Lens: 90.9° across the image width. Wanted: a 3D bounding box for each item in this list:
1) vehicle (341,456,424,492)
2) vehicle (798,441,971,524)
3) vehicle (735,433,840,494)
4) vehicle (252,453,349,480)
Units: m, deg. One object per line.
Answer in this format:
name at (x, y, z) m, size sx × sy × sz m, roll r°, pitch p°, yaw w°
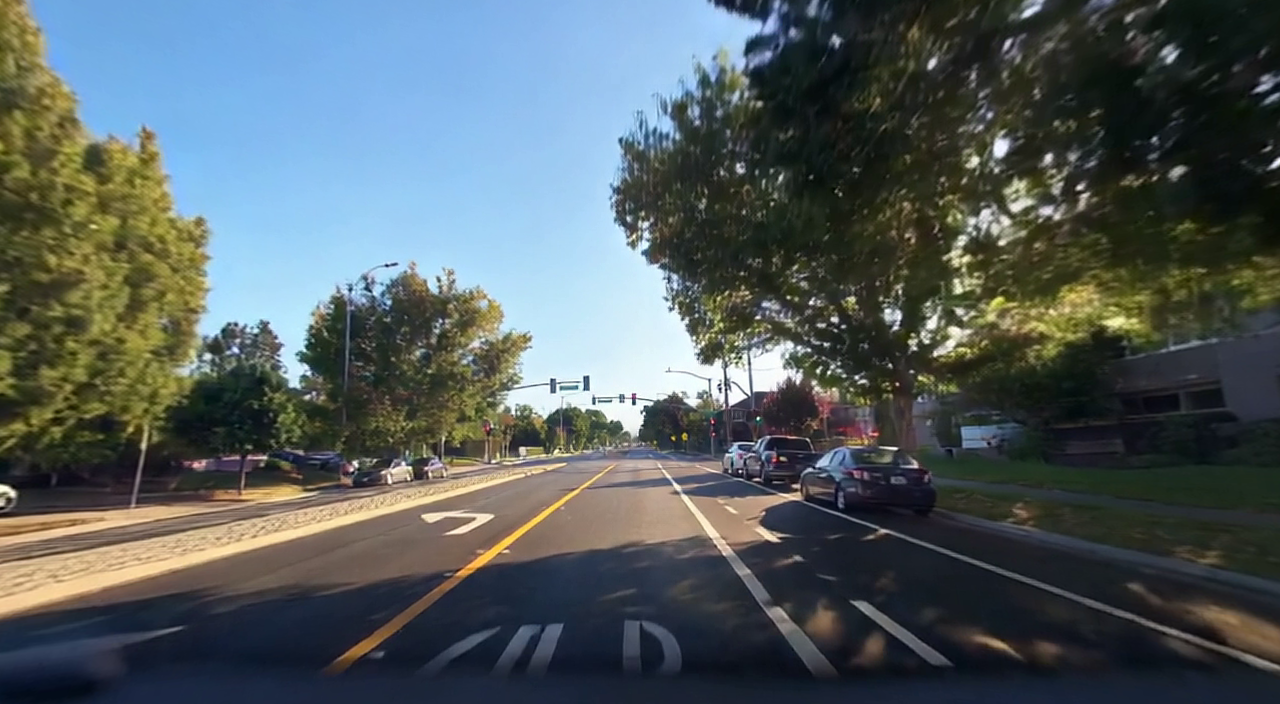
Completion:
vehicle at (-12.482, 5.921, 30.905) m, size 1.983 × 1.513 × 4.662 m, roll -1°, pitch -9°, yaw 1°
vehicle at (4.890, 2.637, 13.438) m, size 1.928 × 1.431 × 4.570 m, roll 0°, pitch -8°, yaw 1°
vehicle at (4.796, 3.691, 21.424) m, size 2.218 × 1.789 × 5.146 m, roll 0°, pitch -8°, yaw -1°
vehicle at (-20.809, 7.011, 38.755) m, size 4.715 × 1.560 × 2.131 m, roll 0°, pitch -9°, yaw -1°
